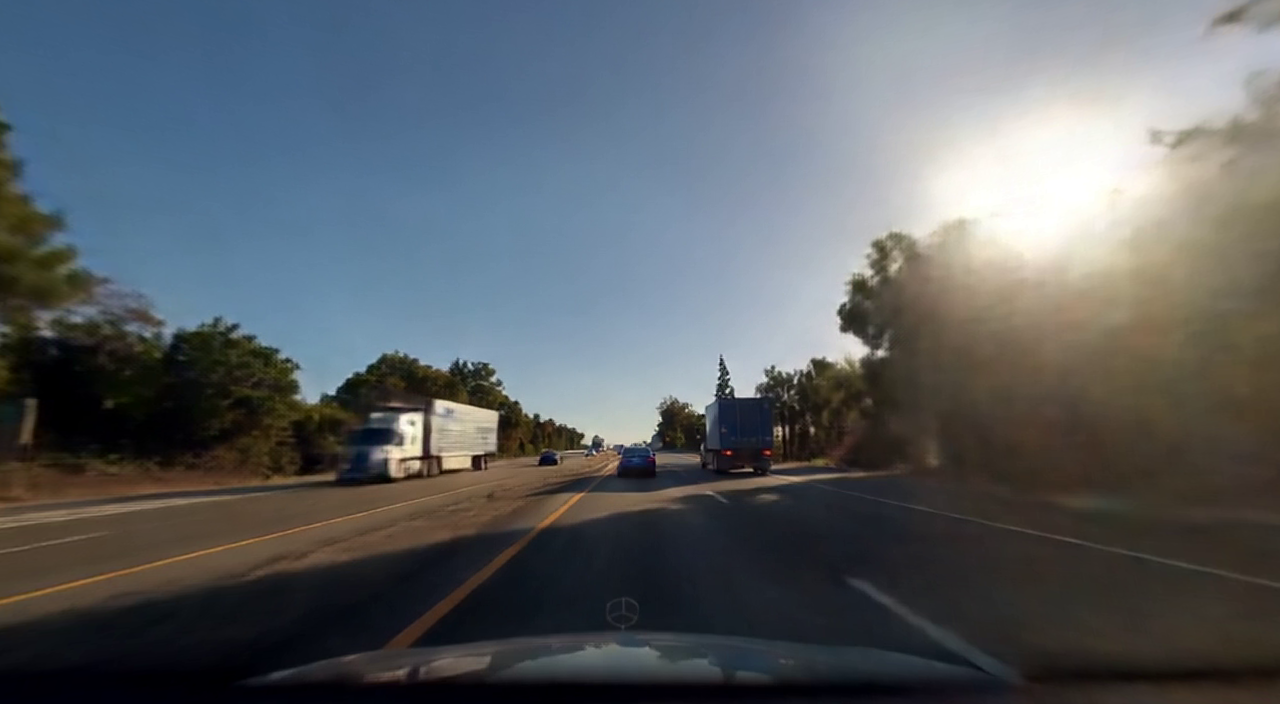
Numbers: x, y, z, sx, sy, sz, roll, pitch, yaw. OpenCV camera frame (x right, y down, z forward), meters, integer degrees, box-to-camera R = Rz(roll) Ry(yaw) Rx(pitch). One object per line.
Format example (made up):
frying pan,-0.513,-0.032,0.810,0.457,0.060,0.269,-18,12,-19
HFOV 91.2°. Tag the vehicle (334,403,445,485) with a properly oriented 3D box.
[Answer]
vehicle,-13.330,5.008,34.148,3.013,3.911,7.182,-1,-9,0

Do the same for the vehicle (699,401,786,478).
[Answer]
vehicle,4.640,4.211,29.933,2.791,3.201,7.145,-1,-9,-1

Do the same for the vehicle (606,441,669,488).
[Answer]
vehicle,-0.110,3.994,22.550,2.066,1.490,3.759,0,-9,-1
